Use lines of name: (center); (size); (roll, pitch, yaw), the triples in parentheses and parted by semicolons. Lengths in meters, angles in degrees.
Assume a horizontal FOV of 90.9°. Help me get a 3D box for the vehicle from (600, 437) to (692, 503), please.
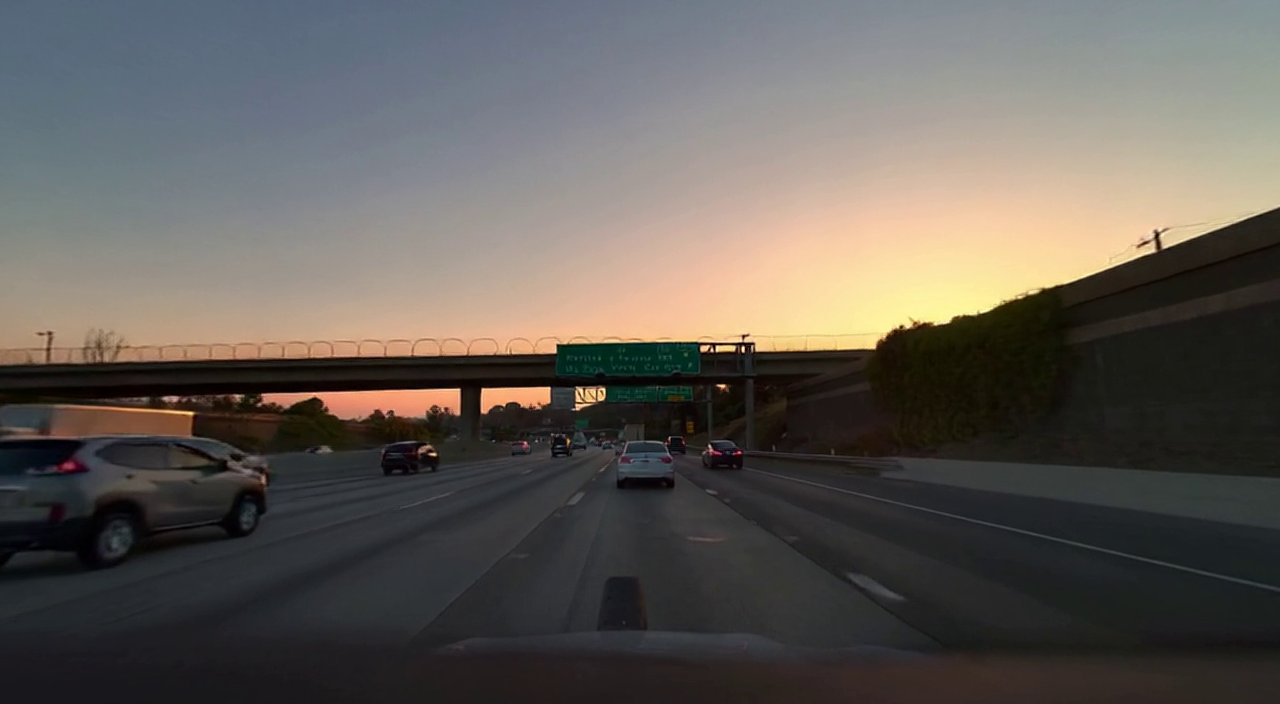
vehicle: (0.086, 2.951, 16.234); (2.042, 1.446, 4.269); (0, -8, -1)

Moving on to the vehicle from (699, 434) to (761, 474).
vehicle: (4.106, 4.752, 29.548); (2.100, 1.707, 4.342); (0, -8, -2)

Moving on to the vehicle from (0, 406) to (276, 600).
vehicle: (-6.607, 1.608, 7.487); (2.060, 1.669, 4.242); (0, -8, -1)

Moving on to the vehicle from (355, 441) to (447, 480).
vehicle: (-10.140, 4.615, 27.243); (2.019, 1.510, 4.992); (0, -8, 0)
